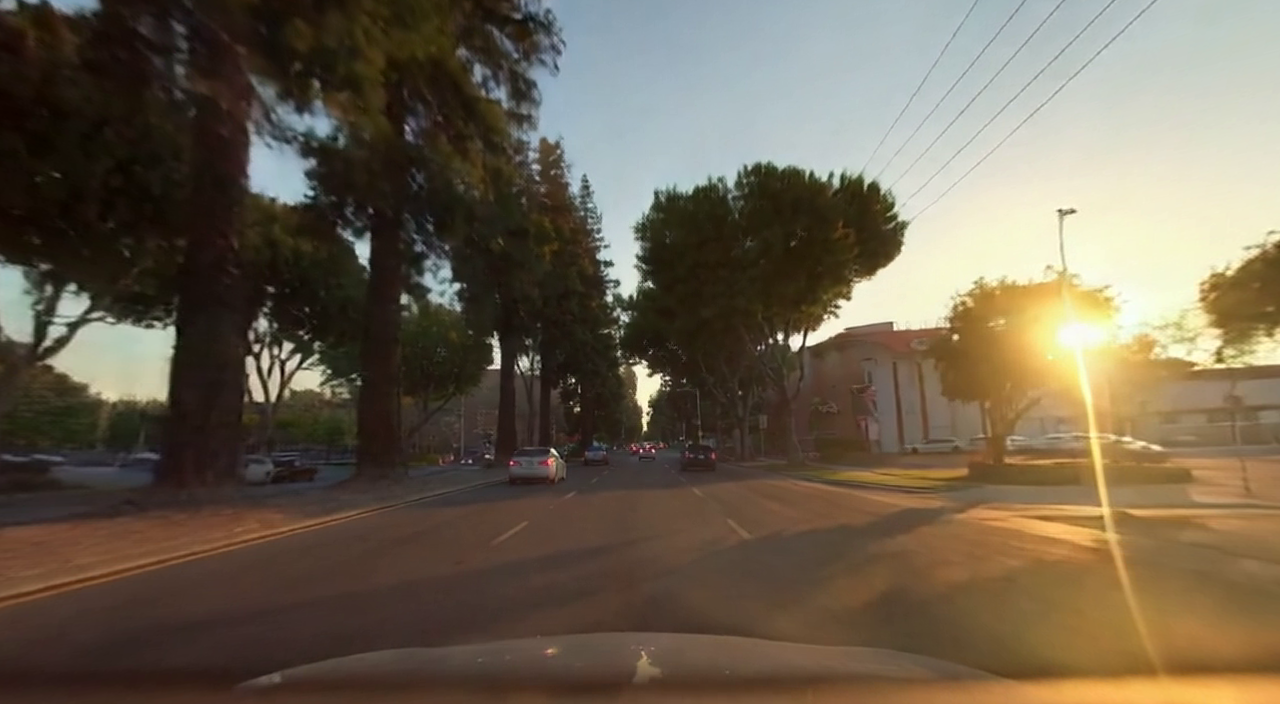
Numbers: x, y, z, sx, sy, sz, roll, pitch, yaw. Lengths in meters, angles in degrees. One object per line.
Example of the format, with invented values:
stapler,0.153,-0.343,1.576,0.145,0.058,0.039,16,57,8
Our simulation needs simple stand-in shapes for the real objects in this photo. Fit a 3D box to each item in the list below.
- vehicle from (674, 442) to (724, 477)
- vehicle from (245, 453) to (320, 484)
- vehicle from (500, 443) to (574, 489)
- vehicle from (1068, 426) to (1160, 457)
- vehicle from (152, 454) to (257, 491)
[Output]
vehicle,2.788,5.207,30.617,1.922,1.579,3.642,0,-9,-2
vehicle,-22.526,7.325,39.939,1.958,1.780,4.479,-1,-9,3
vehicle,-3.692,4.161,23.360,1.908,1.481,4.536,0,-9,1
vehicle,26.276,4.983,35.144,1.677,1.591,4.298,-1,-8,-1
vehicle,-22.775,6.301,33.250,2.040,1.757,4.730,0,-9,1
